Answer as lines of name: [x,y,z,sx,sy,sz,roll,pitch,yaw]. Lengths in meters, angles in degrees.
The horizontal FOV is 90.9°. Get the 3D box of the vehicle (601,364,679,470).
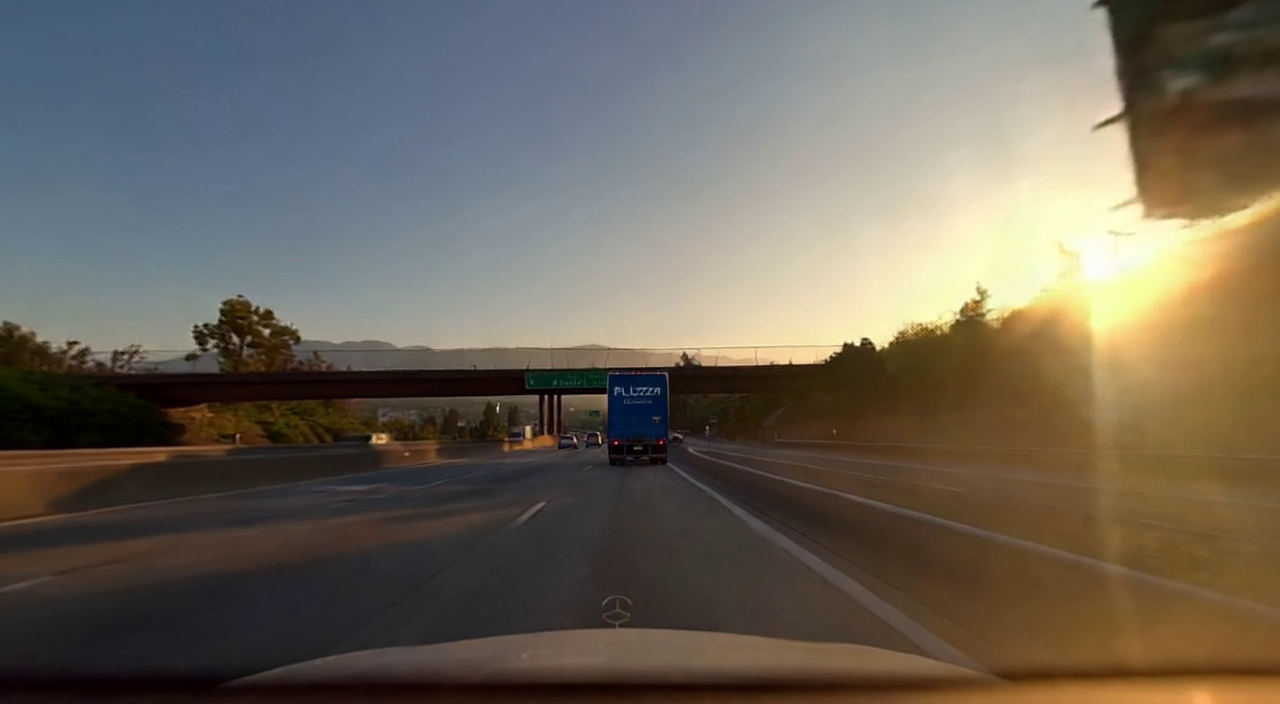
vehicle: [-0.140,3.212,29.561,2.926,3.959,11.818,0,-8,-1]

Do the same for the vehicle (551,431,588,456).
vehicle: [-5.060,6.670,45.903,2.198,1.712,4.655,0,-8,-1]
